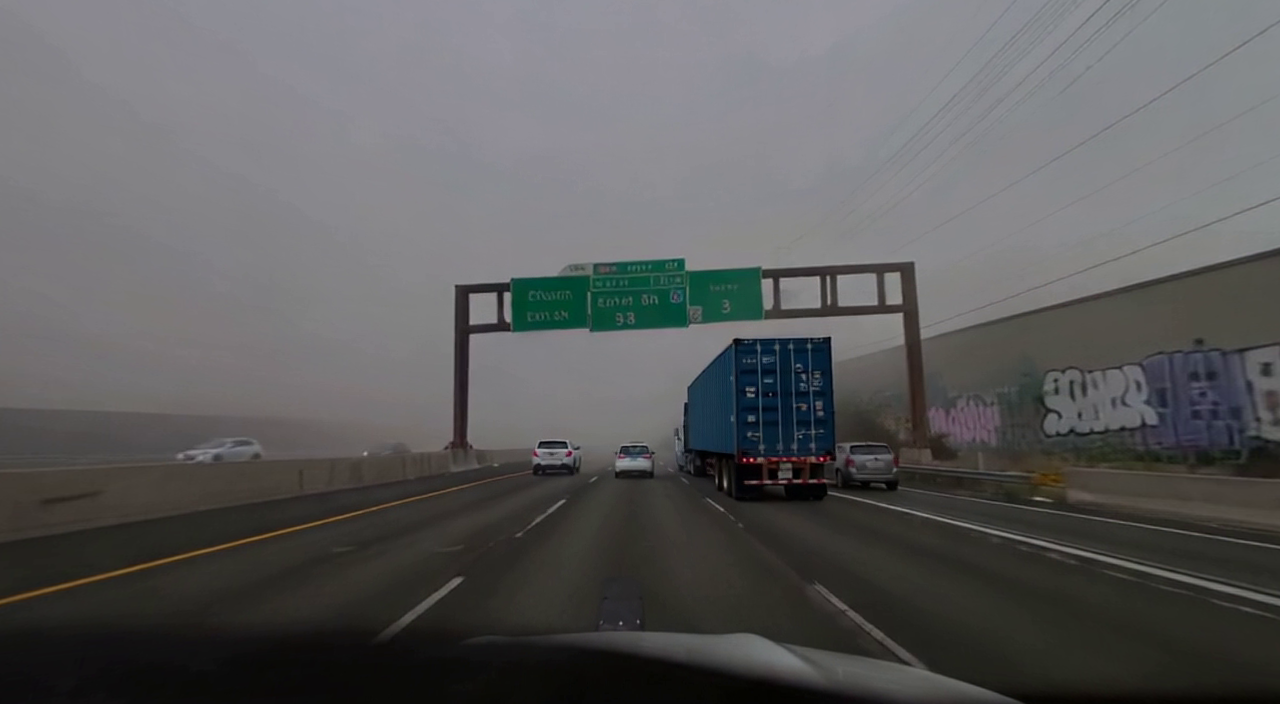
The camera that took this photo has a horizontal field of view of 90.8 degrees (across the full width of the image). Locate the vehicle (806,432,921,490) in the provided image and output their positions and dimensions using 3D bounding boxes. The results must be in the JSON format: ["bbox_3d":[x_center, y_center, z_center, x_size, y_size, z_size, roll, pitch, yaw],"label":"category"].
[{"bbox_3d":[7.328,3.639,21.350,2.202,1.731,4.628,0,-9,0],"label":"vehicle"}]

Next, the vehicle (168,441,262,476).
[{"bbox_3d":[-21.639,5.438,32.430,1.869,1.663,4.408,0,-9,-2],"label":"vehicle"}]

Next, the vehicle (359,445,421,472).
[{"bbox_3d":[-14.545,6.220,37.068,1.959,1.487,4.293,0,-9,-2],"label":"vehicle"}]

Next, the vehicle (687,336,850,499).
[{"bbox_3d":[3.649,2.587,22.273,2.800,4.039,13.179,0,-9,-1],"label":"vehicle"}]

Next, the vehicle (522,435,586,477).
[{"bbox_3d":[-3.984,4.932,30.063,2.264,1.804,4.584,0,-9,2],"label":"vehicle"}]

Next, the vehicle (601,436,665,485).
[{"bbox_3d":[-0.254,4.029,23.713,2.191,1.685,4.015,0,-9,0],"label":"vehicle"}]
